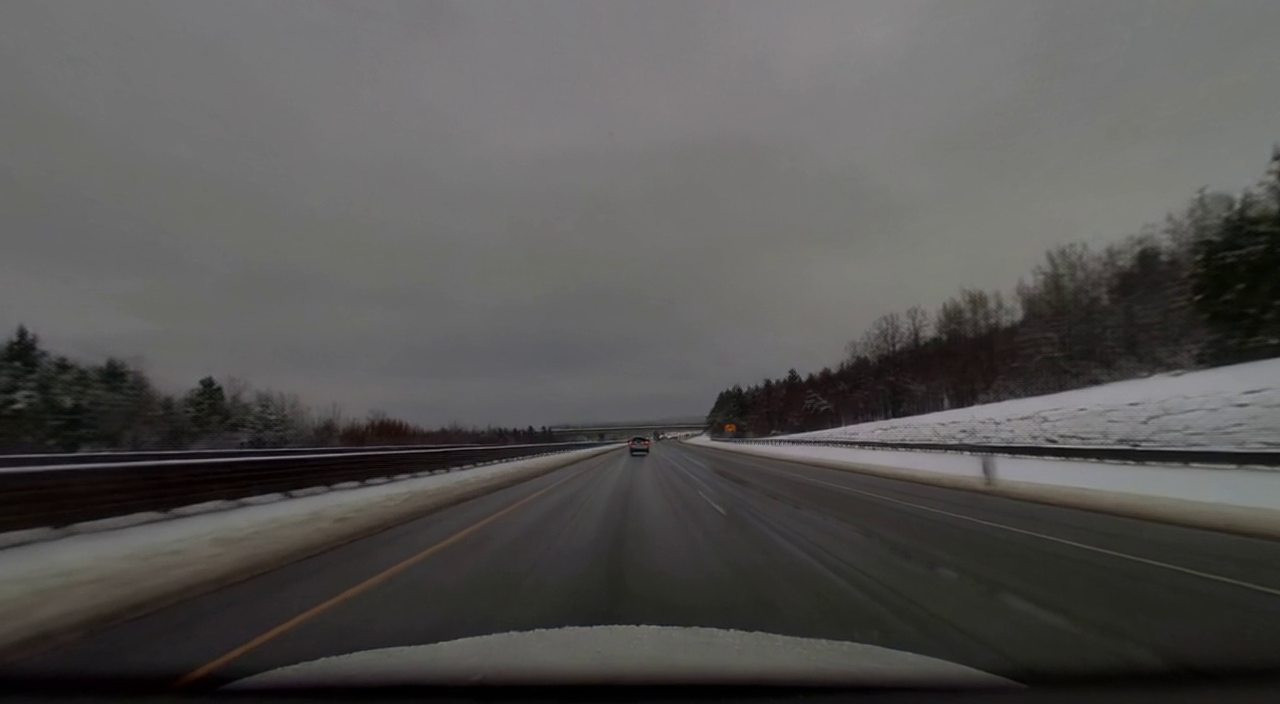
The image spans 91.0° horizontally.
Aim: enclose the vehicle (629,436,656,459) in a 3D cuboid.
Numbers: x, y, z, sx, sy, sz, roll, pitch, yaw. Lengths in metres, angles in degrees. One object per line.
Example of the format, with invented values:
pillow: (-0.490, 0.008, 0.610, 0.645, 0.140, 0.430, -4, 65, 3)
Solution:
vehicle: (0.187, 7.464, 49.465, 2.059, 1.696, 4.165, 0, -8, 0)
